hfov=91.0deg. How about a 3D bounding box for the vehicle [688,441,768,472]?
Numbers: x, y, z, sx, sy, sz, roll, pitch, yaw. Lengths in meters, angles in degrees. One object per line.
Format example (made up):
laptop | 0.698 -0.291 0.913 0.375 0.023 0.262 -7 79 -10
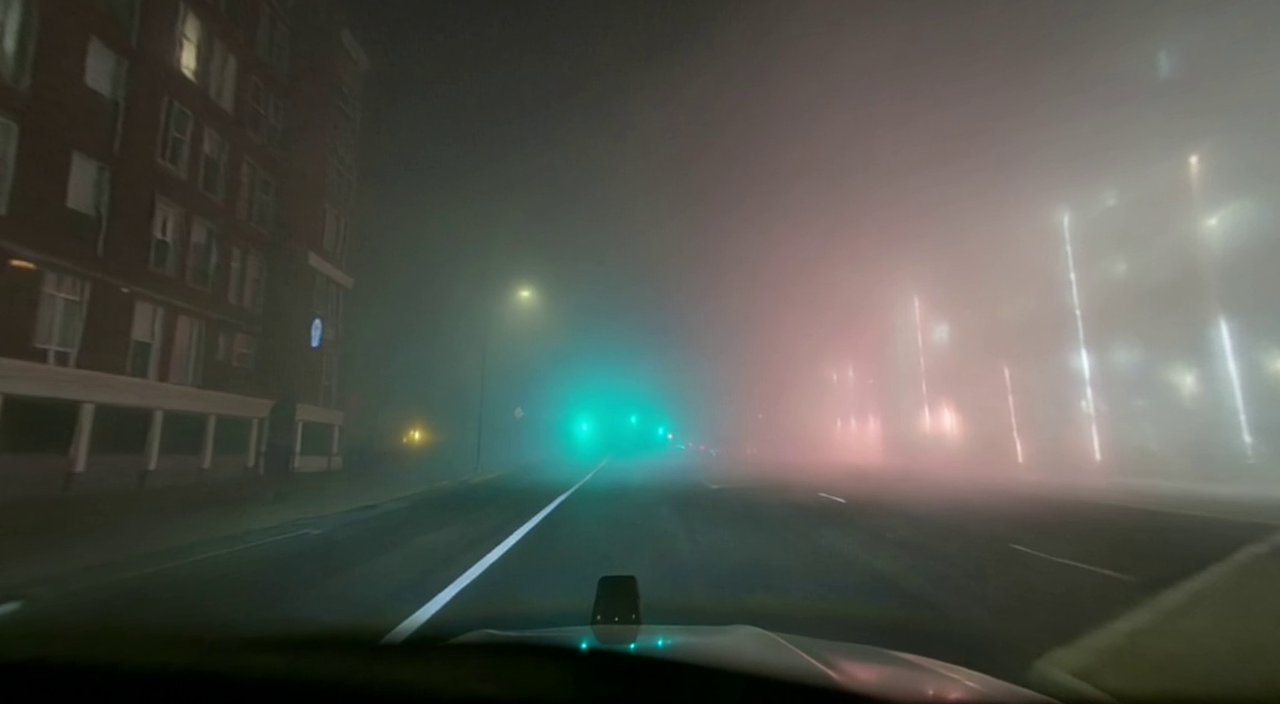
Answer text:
vehicle | 4.642 5.457 33.154 3.844 1.524 1.847 5 -10 -31
